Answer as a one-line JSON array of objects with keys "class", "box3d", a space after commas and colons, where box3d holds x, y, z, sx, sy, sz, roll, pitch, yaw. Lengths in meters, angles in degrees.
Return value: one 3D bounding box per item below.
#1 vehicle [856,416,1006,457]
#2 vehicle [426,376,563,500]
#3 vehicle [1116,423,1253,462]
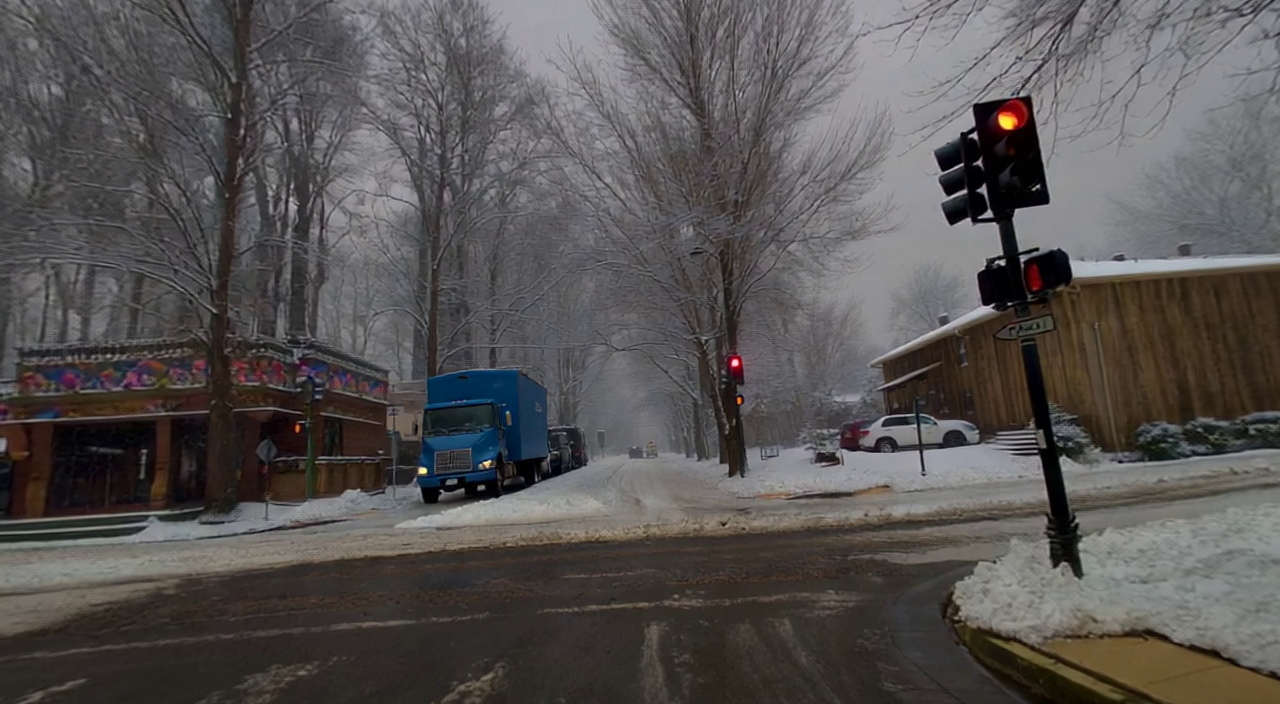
[{"class": "vehicle", "box3d": [10.680, 3.141, 23.425, 4.643, 1.456, 1.820, -1, -8, 5]}, {"class": "vehicle", "box3d": [-5.751, 3.730, 27.165, 3.113, 4.041, 10.284, -6, -8, 0]}, {"class": "vehicle", "box3d": [24.939, 4.173, 29.022, 4.268, 1.695, 2.053, 0, -8, 3]}]
